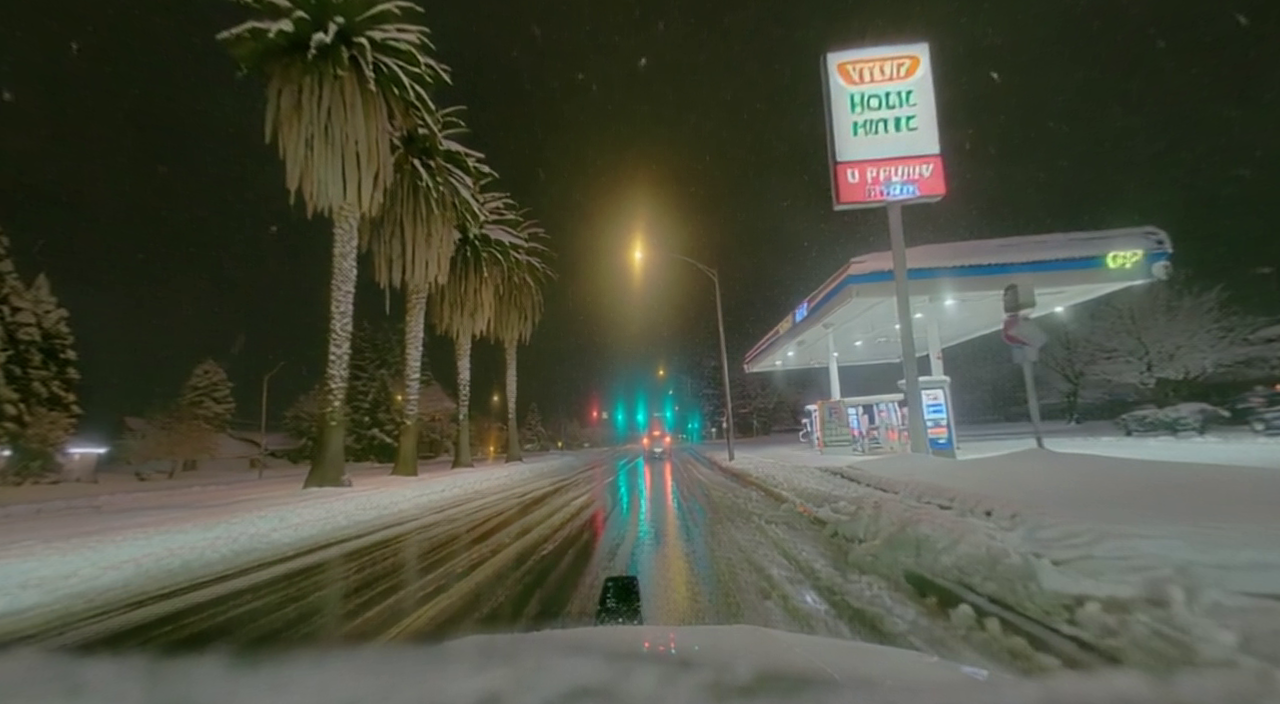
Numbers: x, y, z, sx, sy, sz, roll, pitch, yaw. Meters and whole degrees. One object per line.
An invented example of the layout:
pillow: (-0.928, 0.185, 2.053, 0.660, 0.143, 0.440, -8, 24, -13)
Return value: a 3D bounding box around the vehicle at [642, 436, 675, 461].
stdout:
vehicle: (1.229, 6.247, 40.963, 2.050, 1.509, 4.148, 0, -8, 2)
